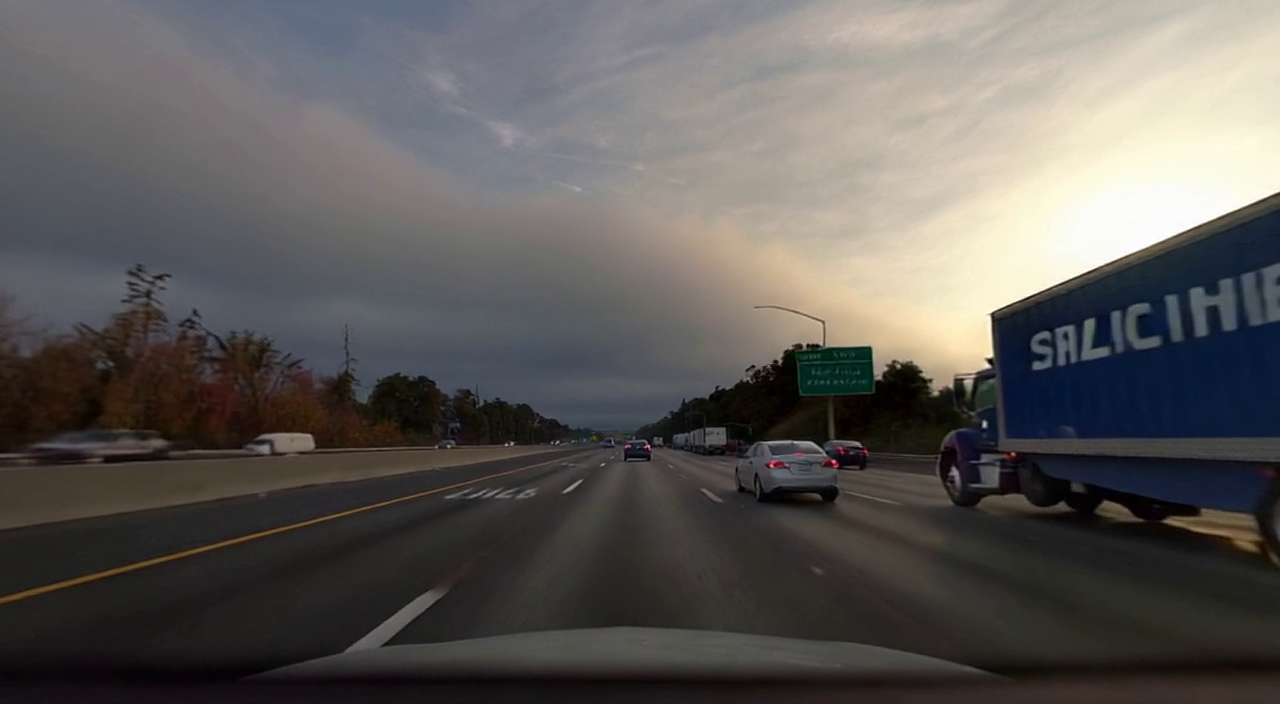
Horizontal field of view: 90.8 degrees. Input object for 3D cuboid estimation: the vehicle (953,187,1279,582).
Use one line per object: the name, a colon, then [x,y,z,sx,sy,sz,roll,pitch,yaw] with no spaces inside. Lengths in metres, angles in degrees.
vehicle: [7.360,0.520,7.354,2.799,3.655,8.627,0,-9,-1]

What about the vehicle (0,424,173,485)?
vehicle: [-17.690,3.215,20.110,2.149,1.701,4.541,0,-8,-1]

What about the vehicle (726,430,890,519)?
vehicle: [3.216,2.466,13.301,1.993,1.504,4.781,0,-8,-2]

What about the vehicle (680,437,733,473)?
vehicle: [2.936,4.656,28.758,1.856,1.517,4.198,0,-8,-2]

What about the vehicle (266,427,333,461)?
vehicle: [-26.162,7.117,48.776,2.546,2.417,4.759,0,-8,-1]

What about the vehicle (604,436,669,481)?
vehicle: [-0.143,3.786,22.707,2.098,1.475,3.997,0,-8,-1]

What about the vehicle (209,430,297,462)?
vehicle: [-25.978,6.376,42.755,2.324,2.010,5.937,0,-8,-1]
